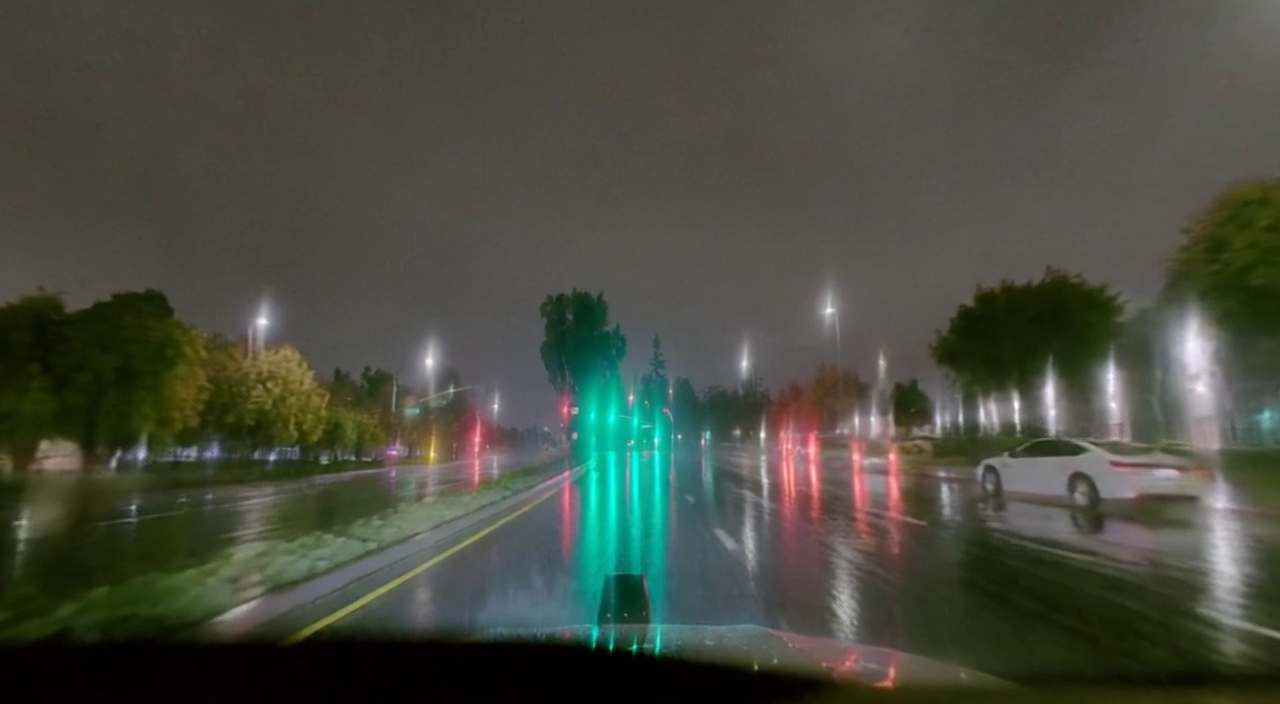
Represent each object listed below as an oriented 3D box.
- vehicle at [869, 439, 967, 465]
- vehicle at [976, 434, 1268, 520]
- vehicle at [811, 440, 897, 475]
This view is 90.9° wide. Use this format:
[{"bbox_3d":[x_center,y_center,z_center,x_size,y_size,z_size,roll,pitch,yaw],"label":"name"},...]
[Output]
[{"bbox_3d":[16.890,6.097,38.477,4.985,1.484,2.150,1,-9,-3],"label":"vehicle"},{"bbox_3d":[10.269,2.694,14.295,2.109,1.533,5.664,0,-9,-1],"label":"vehicle"},{"bbox_3d":[10.330,5.156,30.969,2.034,1.551,5.228,1,-9,-5],"label":"vehicle"}]
